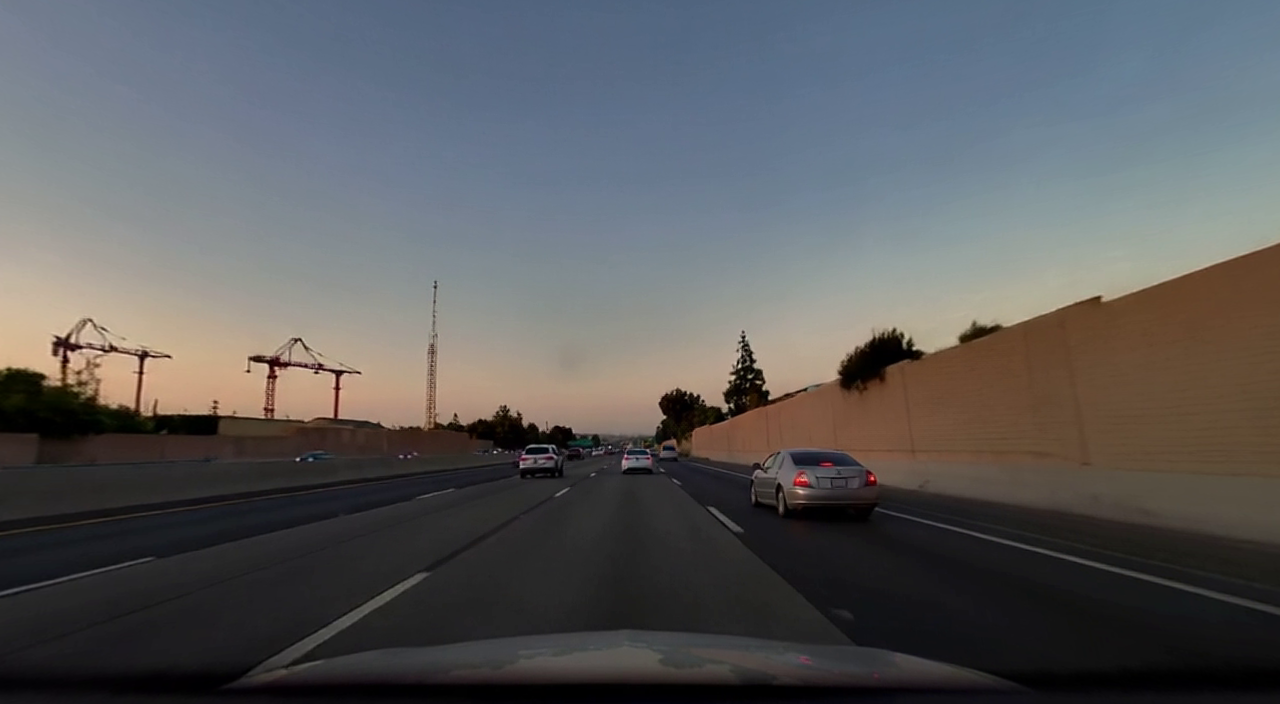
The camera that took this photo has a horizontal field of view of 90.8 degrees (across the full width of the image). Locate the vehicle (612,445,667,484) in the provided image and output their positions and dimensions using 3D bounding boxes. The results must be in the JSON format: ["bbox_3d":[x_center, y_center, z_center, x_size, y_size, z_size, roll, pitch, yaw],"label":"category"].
[{"bbox_3d":[-0.047,4.542,25.847,2.045,1.452,4.040,0,-8,-1],"label":"vehicle"}]

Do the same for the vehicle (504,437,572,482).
[{"bbox_3d":[-4.271,4.566,27.124,2.121,1.775,4.335,0,-8,1],"label":"vehicle"}]

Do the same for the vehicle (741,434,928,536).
[{"bbox_3d":[3.275,2.326,11.748,1.917,1.507,4.540,0,-8,-2],"label":"vehicle"}]
